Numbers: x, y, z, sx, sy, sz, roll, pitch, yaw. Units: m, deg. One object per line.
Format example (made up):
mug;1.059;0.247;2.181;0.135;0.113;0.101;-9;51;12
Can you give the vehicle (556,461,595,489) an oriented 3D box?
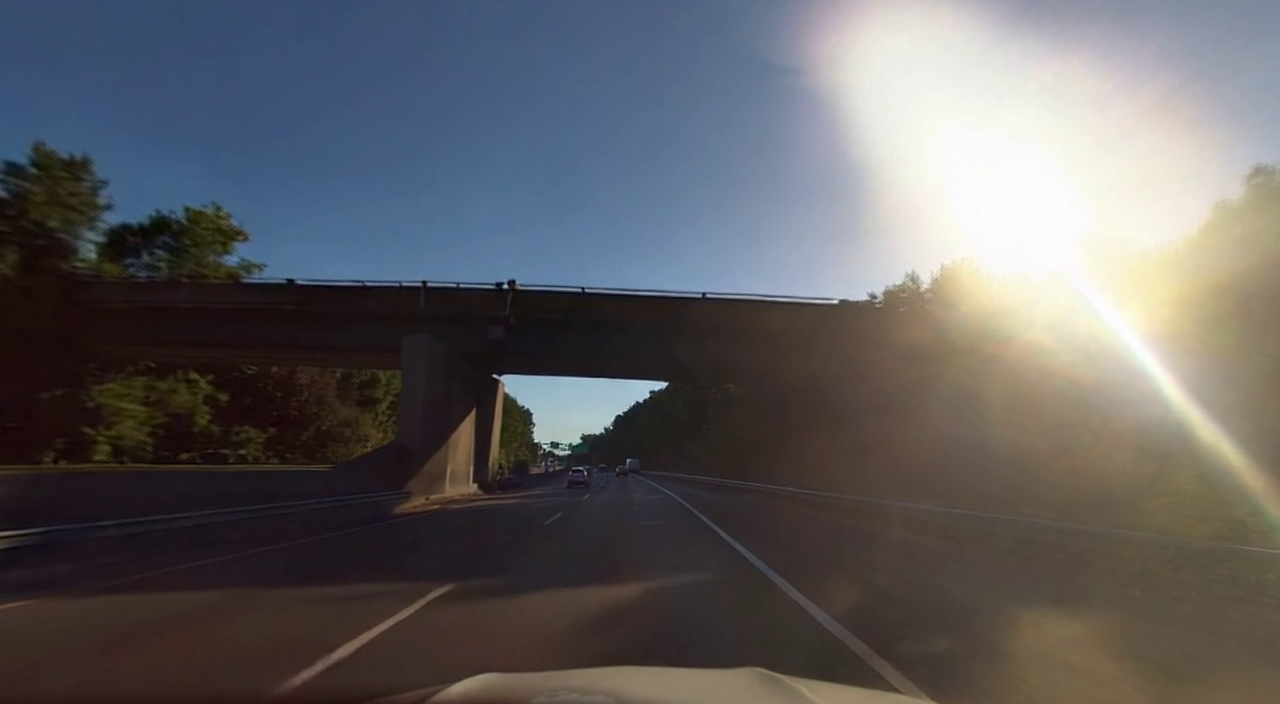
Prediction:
vehicle;-4.452;8.607;44.126;2.286;1.757;5.057;1;-11;-1
